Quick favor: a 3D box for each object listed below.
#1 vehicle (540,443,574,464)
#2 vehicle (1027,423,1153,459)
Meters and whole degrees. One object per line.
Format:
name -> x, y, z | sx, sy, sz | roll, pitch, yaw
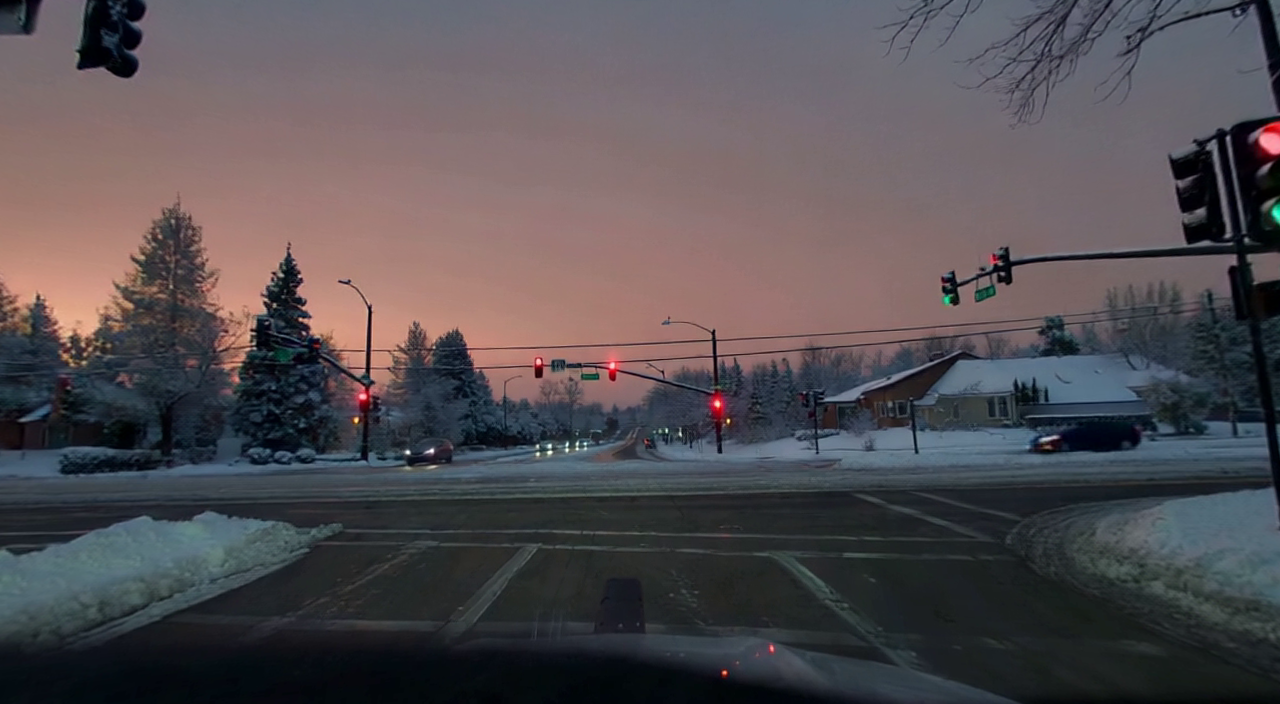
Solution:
vehicle -> -6.127, 7.520, 47.044 | 1.936, 1.444, 4.168 | 0, -8, 0
vehicle -> 22.488, 4.468, 31.741 | 4.706, 1.710, 1.932 | -1, -8, 5
